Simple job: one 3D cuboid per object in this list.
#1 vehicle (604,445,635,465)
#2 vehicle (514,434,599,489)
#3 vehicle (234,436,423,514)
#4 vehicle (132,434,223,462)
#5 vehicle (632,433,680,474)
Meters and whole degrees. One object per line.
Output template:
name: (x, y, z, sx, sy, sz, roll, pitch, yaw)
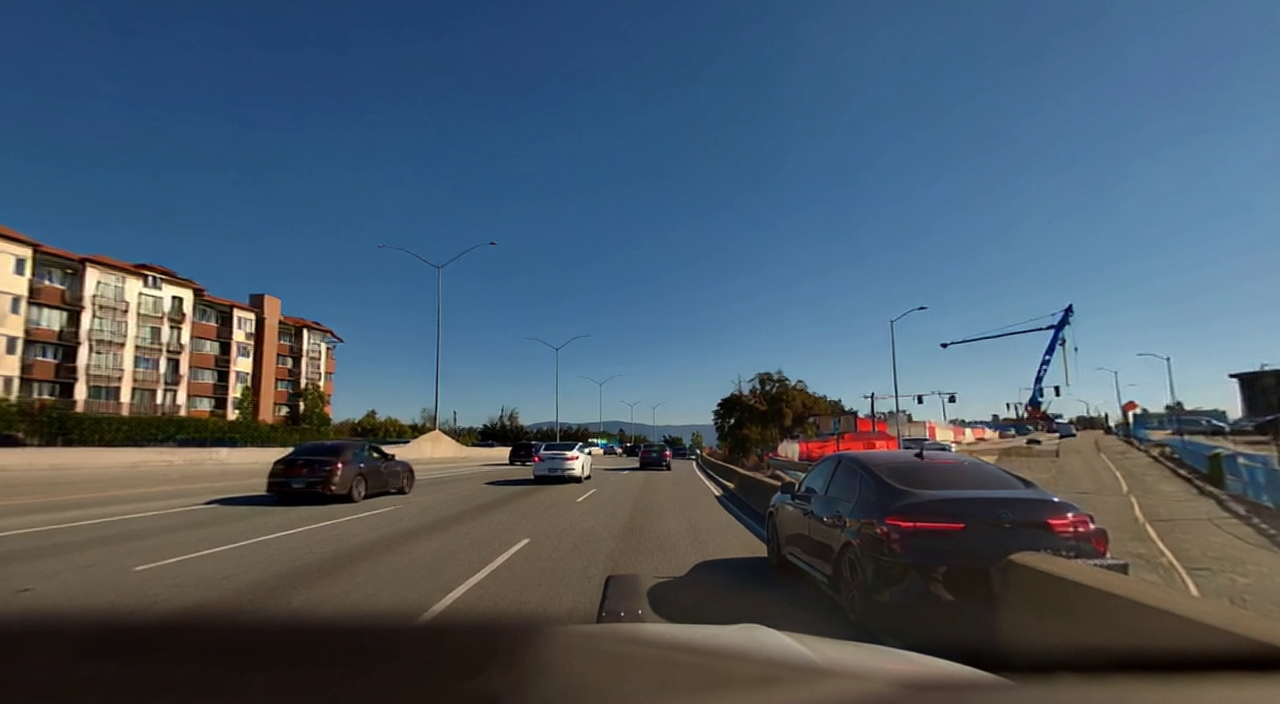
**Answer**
vehicle: (-1.588, 8.000, 49.190, 2.029, 1.497, 3.960, 0, -8, 4)
vehicle: (-2.716, 3.727, 21.751, 2.109, 1.657, 4.554, 0, -8, 3)
vehicle: (-6.854, 2.729, 14.531, 1.959, 1.486, 4.460, 0, -8, 2)
vehicle: (-29.628, 6.159, 40.549, 1.971, 1.678, 4.886, 0, -8, 3)
vehicle: (0.773, 4.831, 30.101, 2.116, 1.763, 4.352, 0, -8, 2)
